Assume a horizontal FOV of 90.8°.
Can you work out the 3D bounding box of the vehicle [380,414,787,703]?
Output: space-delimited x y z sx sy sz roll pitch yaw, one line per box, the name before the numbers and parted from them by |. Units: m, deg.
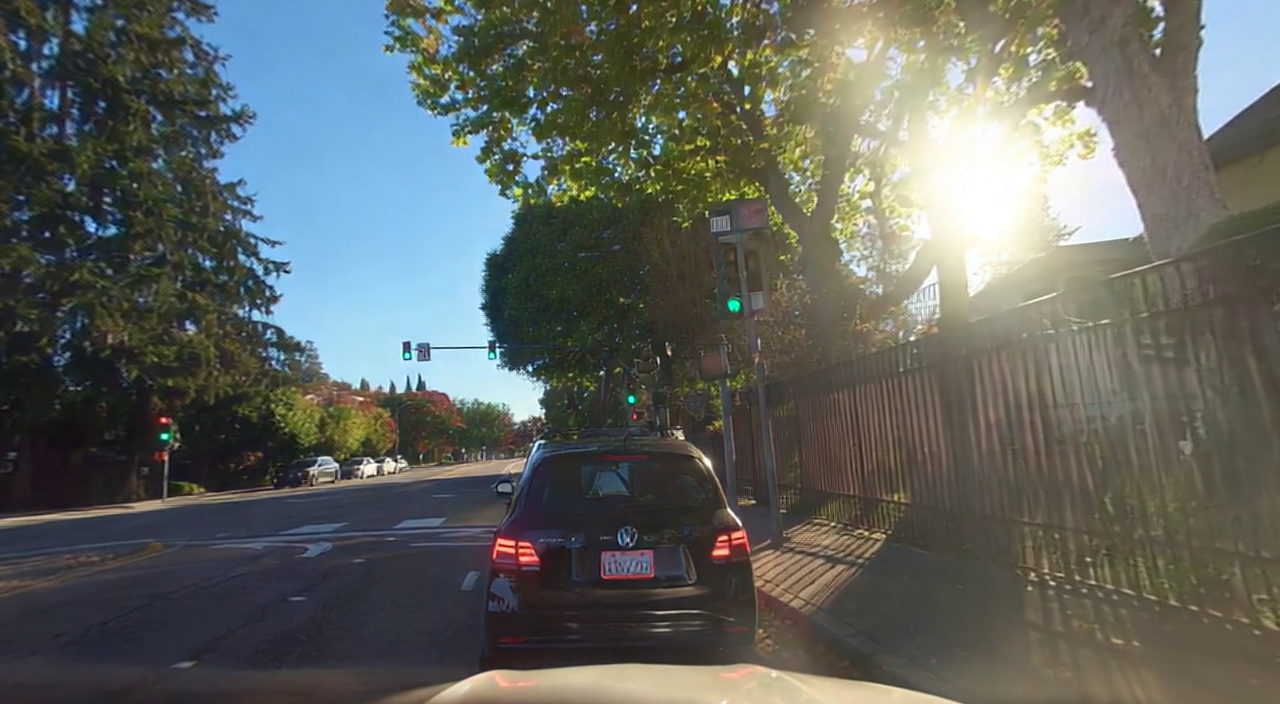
vehicle | -0.491 1.344 5.059 2.024 1.502 3.702 1 -9 -8
